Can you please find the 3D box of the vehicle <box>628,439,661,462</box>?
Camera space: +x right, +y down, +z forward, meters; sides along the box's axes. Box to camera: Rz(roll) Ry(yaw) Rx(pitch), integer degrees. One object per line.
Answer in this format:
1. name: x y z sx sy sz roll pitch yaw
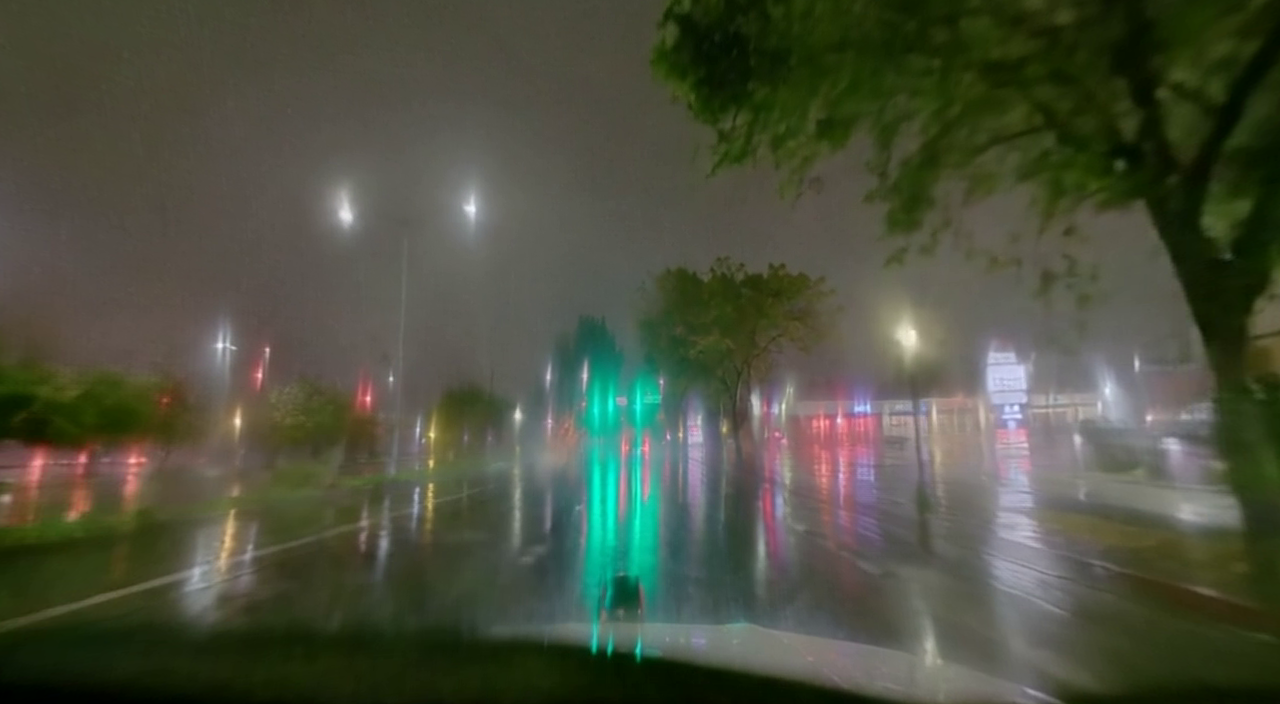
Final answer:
1. vehicle: 0.249 6.604 42.388 2.115 1.461 3.976 0 -8 -1
